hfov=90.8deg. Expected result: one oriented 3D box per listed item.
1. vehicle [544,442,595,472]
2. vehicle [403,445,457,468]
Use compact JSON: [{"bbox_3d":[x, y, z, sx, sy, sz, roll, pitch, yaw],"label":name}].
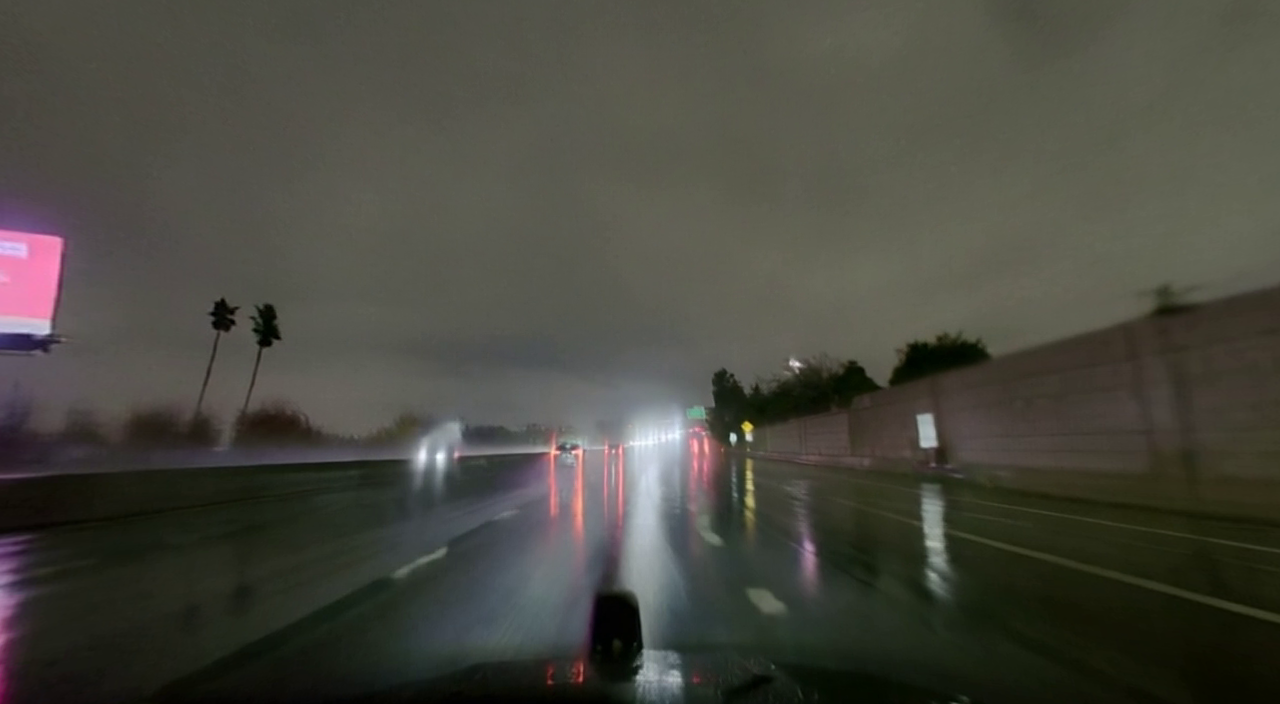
[{"bbox_3d":[-3.733,5.659,34.296,2.078,1.457,4.648,-1,-8,2],"label":"vehicle"},{"bbox_3d":[-14.145,7.030,42.737,2.078,1.483,4.120,-1,-8,3],"label":"vehicle"}]
